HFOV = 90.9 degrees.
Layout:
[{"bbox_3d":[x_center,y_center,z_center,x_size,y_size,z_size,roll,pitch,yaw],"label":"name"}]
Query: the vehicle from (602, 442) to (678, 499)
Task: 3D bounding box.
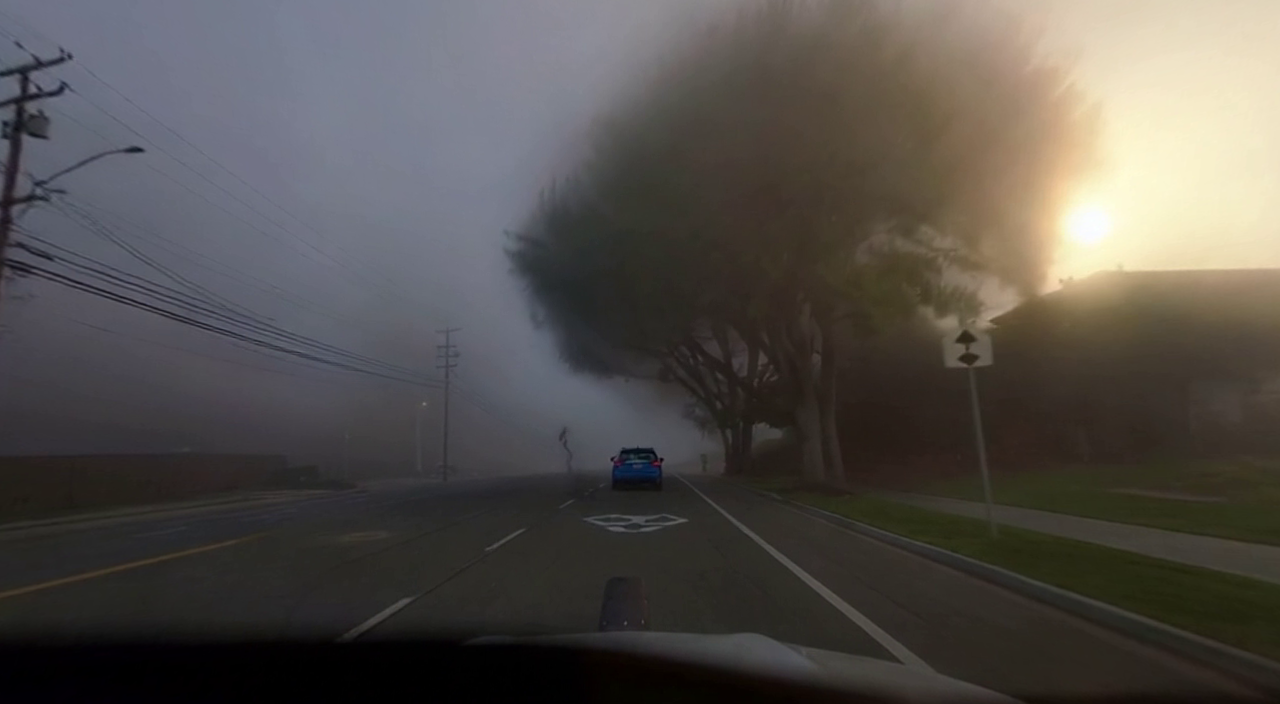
[{"bbox_3d":[-0.007,3.769,20.528,2.200,1.653,4.127,0,-8,0],"label":"vehicle"}]
